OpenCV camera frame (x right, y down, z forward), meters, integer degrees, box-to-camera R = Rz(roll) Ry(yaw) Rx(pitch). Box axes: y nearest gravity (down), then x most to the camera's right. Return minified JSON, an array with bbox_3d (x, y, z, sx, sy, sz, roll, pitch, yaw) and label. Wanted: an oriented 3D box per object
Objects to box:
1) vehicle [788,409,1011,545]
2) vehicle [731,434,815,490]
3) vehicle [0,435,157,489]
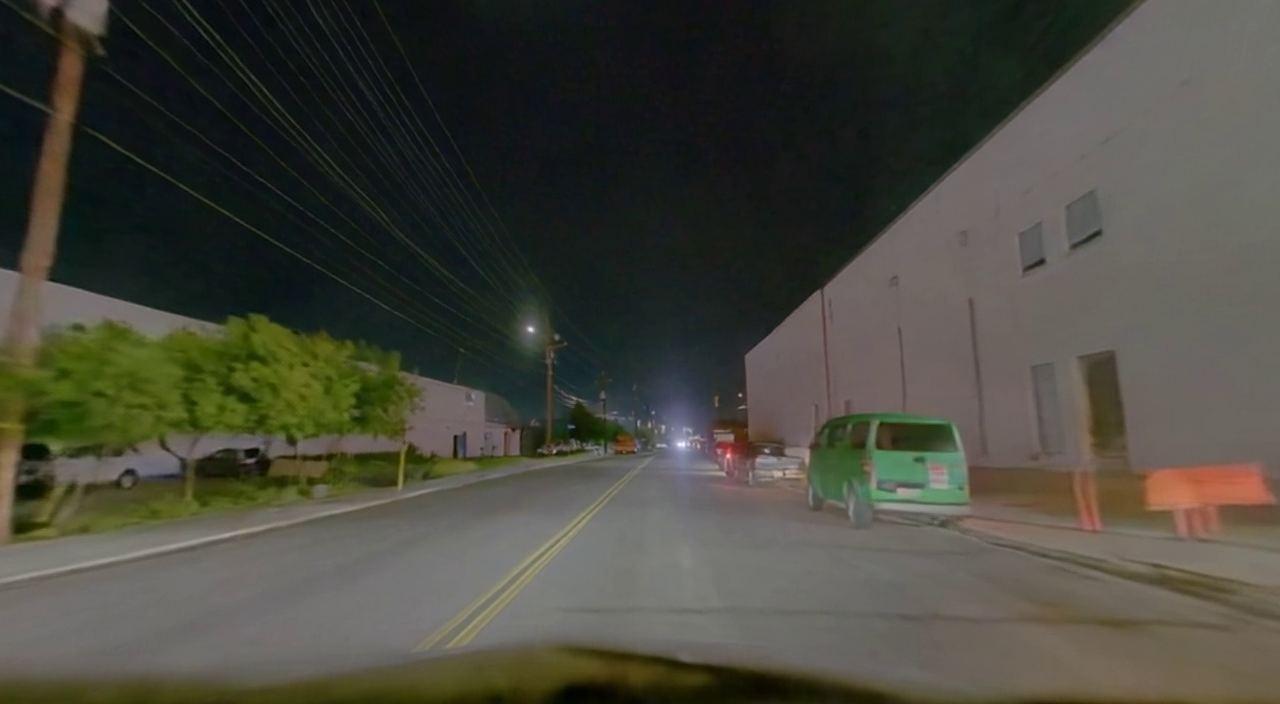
[{"bbox_3d":[4.444,2.251,11.965,2.010,1.985,5.124,0,-9,0],"label":"vehicle"},{"bbox_3d":[4.664,3.964,23.077,2.009,1.776,5.440,0,-9,1],"label":"vehicle"},{"bbox_3d":[-20.167,3.828,22.251,1.917,1.679,4.727,-2,-9,12],"label":"vehicle"}]
